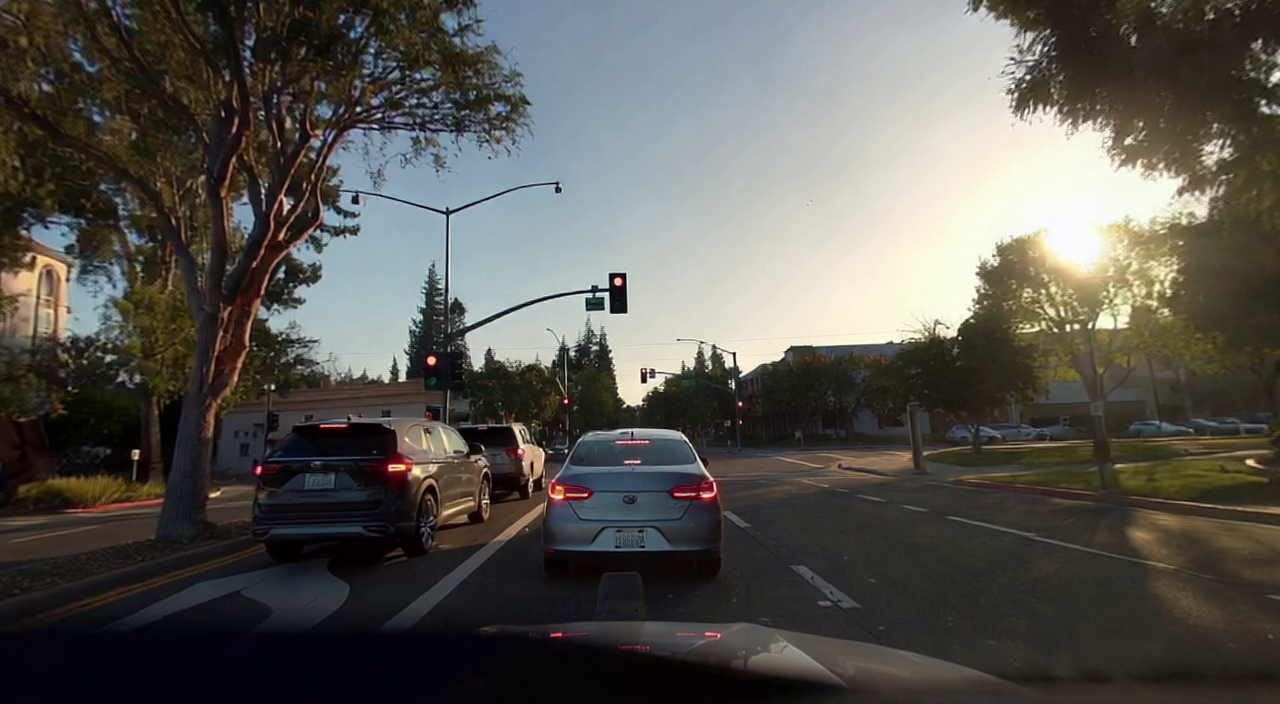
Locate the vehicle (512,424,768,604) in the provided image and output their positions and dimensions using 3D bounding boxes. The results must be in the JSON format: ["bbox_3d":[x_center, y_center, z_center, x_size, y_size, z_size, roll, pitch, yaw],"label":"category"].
[{"bbox_3d":[-0.057,1.644,7.316,2.126,1.475,3.967,0,-8,-2],"label":"vehicle"}]

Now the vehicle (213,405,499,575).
[{"bbox_3d":[-3.428,1.745,8.749,2.046,1.751,4.208,0,-8,-1],"label":"vehicle"}]
